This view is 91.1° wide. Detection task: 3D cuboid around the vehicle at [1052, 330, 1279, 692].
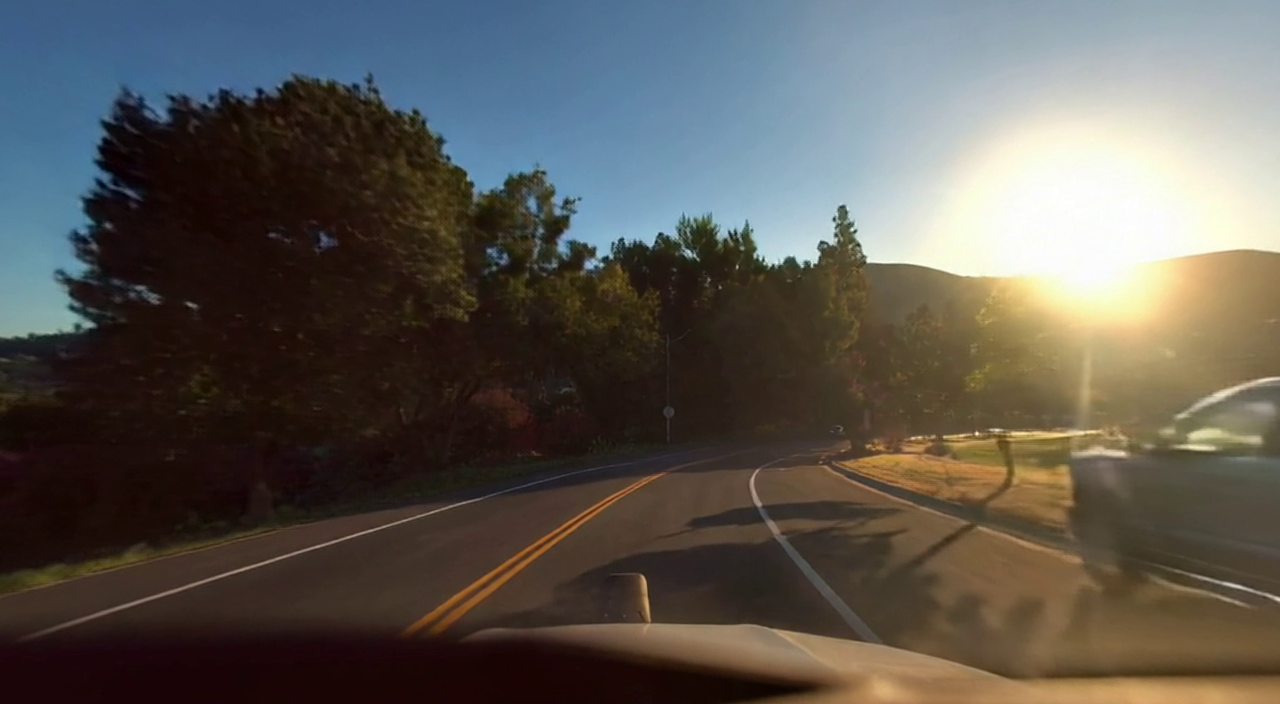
[{"bbox_3d":[4.207,0.764,2.777,1.992,1.817,4.467,0,-7,4],"label":"vehicle"}]
